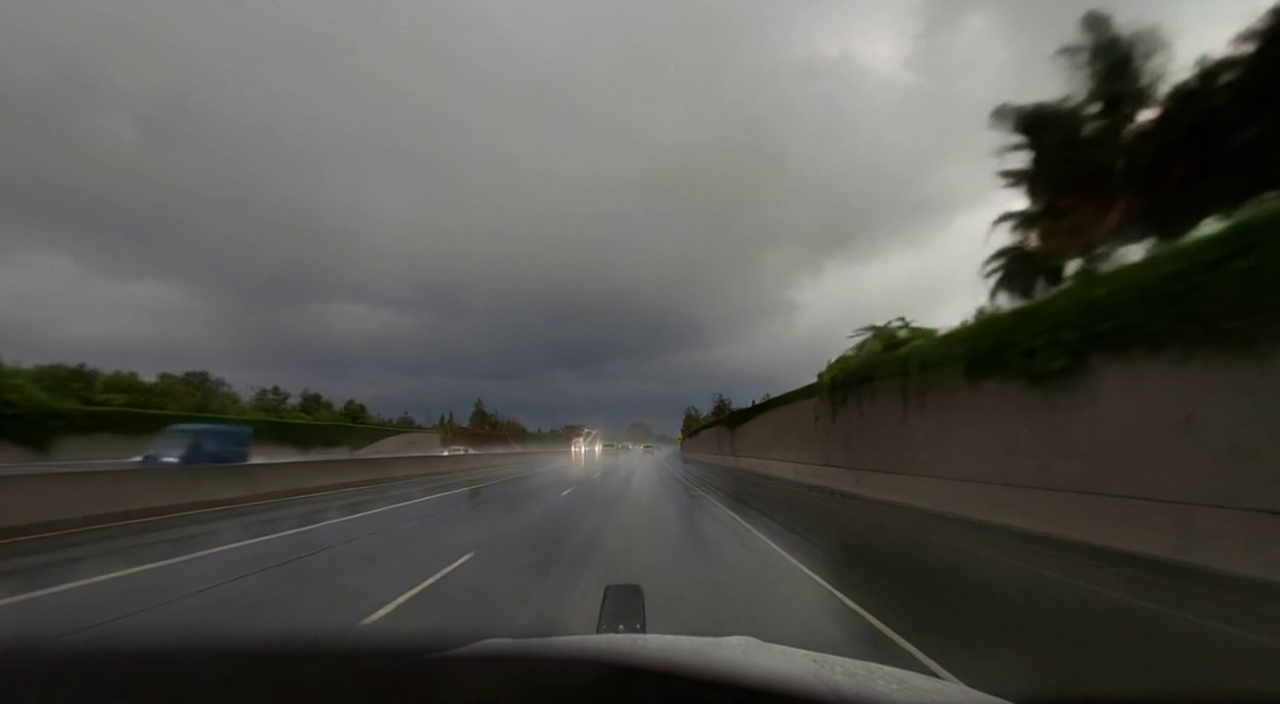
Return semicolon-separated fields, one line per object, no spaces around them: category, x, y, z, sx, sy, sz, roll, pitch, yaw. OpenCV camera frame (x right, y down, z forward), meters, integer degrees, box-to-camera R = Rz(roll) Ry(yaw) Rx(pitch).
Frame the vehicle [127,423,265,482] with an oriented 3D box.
vehicle;-22.296;5.112;32.223;2.297;2.677;6.429;0;-9;0
